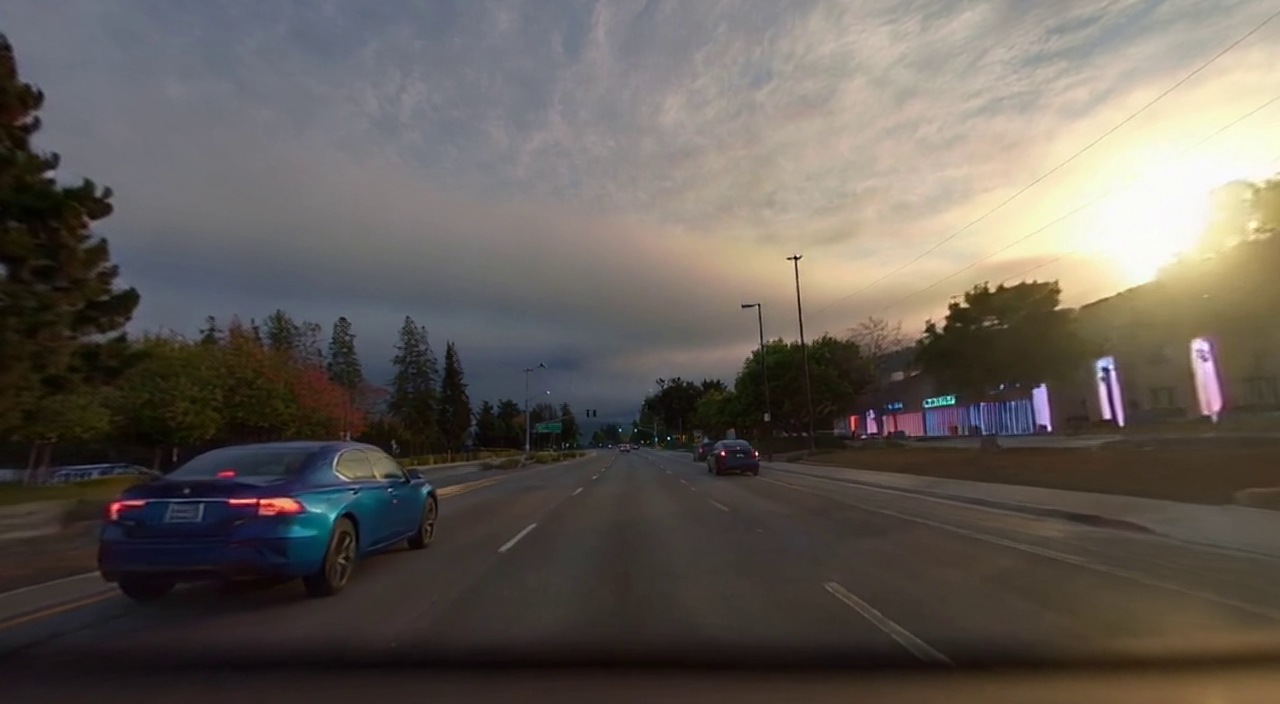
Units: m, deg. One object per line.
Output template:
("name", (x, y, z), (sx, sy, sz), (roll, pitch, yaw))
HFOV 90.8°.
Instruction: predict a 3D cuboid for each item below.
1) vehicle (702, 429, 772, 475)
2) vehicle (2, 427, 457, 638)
("vehicle", (4.552, 4.828, 30.788), (2.476, 2.016, 5.586), (0, -8, 0))
("vehicle", (-3.550, 1.601, 6.708), (2.017, 1.470, 4.293), (0, -8, -1))
